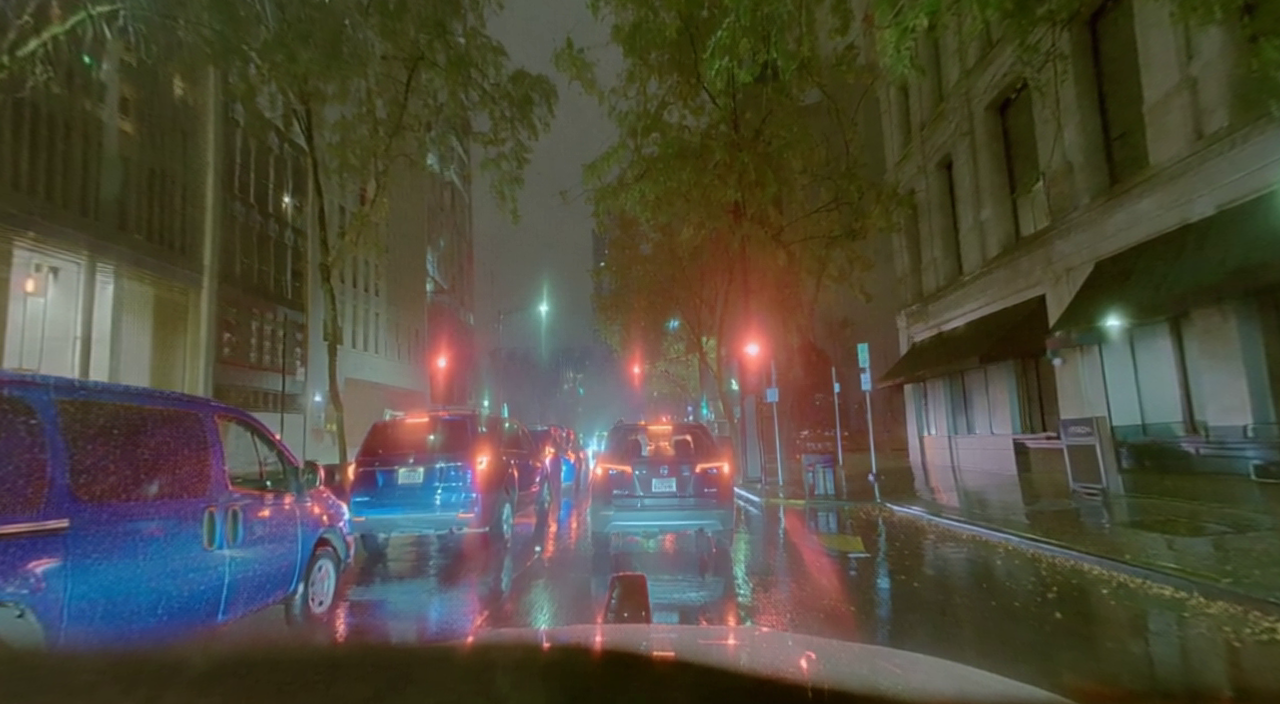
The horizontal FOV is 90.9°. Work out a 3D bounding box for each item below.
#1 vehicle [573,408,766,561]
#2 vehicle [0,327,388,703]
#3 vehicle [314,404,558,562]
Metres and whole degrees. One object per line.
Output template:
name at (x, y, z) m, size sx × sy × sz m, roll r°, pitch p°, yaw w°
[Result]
vehicle at (0.359, 1.811, 9.254) m, size 2.205 × 1.727 × 3.917 m, roll 0°, pitch -8°, yaw 1°
vehicle at (-3.177, 0.979, 3.481) m, size 1.940 × 1.722 × 3.823 m, roll 0°, pitch -8°, yaw 0°
vehicle at (-2.654, 1.841, 9.607) m, size 2.124 × 1.799 × 4.587 m, roll 0°, pitch -8°, yaw 1°
